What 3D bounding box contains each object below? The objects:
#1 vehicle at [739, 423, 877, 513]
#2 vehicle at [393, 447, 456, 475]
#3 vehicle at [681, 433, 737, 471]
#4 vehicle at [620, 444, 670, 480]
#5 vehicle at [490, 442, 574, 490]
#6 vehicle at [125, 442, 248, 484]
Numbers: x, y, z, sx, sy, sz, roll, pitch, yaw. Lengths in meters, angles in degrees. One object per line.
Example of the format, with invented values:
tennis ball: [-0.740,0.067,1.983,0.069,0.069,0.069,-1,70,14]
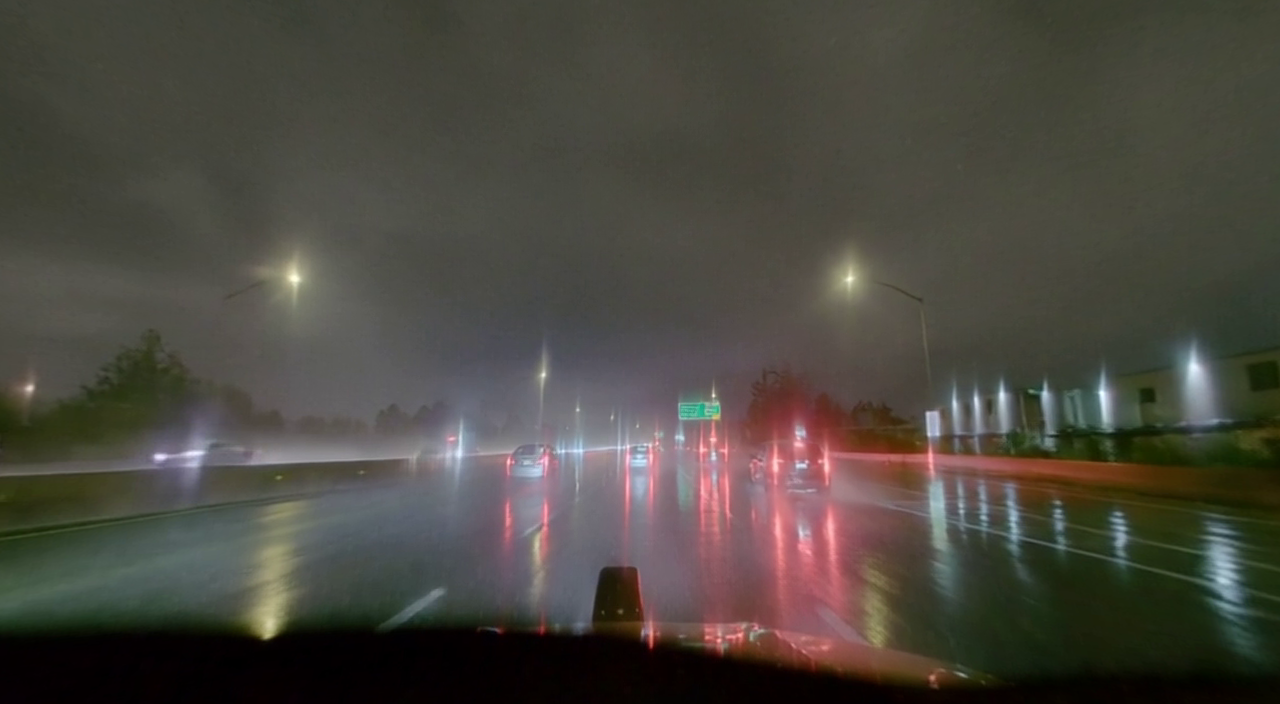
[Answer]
vehicle: [3.652,2.623,14.602,2.045,1.768,4.249,0,-9,0]
vehicle: [-12.067,6.114,35.519,1.908,1.506,4.253,0,-9,2]
vehicle: [4.133,6.224,39.136,2.802,2.151,6.579,0,-9,1]
vehicle: [0.244,4.890,28.280,2.071,1.478,4.130,0,-9,1]
vehicle: [-3.647,3.957,22.158,1.996,1.488,4.451,0,-9,2]
vehicle: [-19.845,4.861,27.873,2.033,1.684,4.440,0,-9,1]
